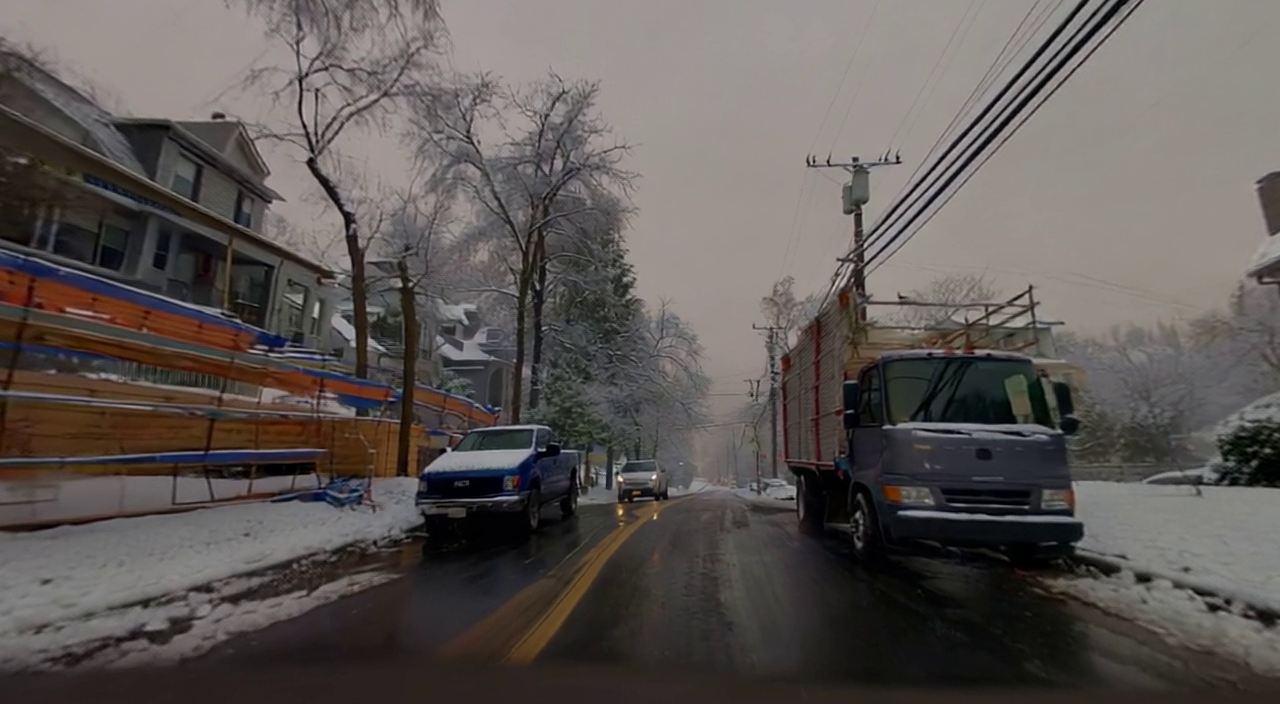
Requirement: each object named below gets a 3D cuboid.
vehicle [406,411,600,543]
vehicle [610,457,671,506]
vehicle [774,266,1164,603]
[{"bbox_3d":[-2.320,2.181,12.179,2.171,1.910,4.789,-3,-5,7],"label":"vehicle"},{"bbox_3d":[0.116,5.807,28.624,2.257,1.916,5.089,-1,-9,6],"label":"vehicle"},{"bbox_3d":[4.726,1.602,12.182,2.915,3.793,9.963,-1,-8,5],"label":"vehicle"}]
